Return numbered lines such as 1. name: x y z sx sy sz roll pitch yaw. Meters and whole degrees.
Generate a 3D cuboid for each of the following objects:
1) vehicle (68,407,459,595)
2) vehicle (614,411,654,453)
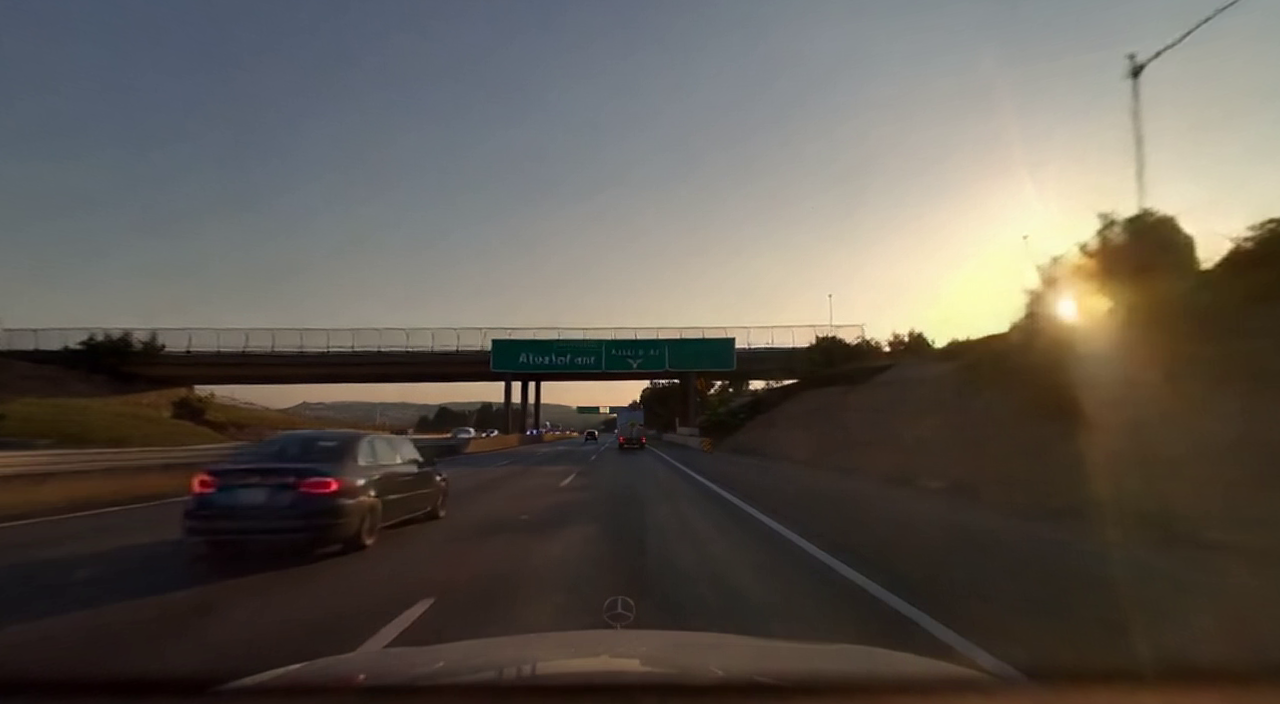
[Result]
1. vehicle: -3.616 1.470 7.117 1.955 1.508 3.996 0 -8 0
2. vehicle: -0.507 5.560 43.612 2.418 2.704 6.445 0 -8 -4
